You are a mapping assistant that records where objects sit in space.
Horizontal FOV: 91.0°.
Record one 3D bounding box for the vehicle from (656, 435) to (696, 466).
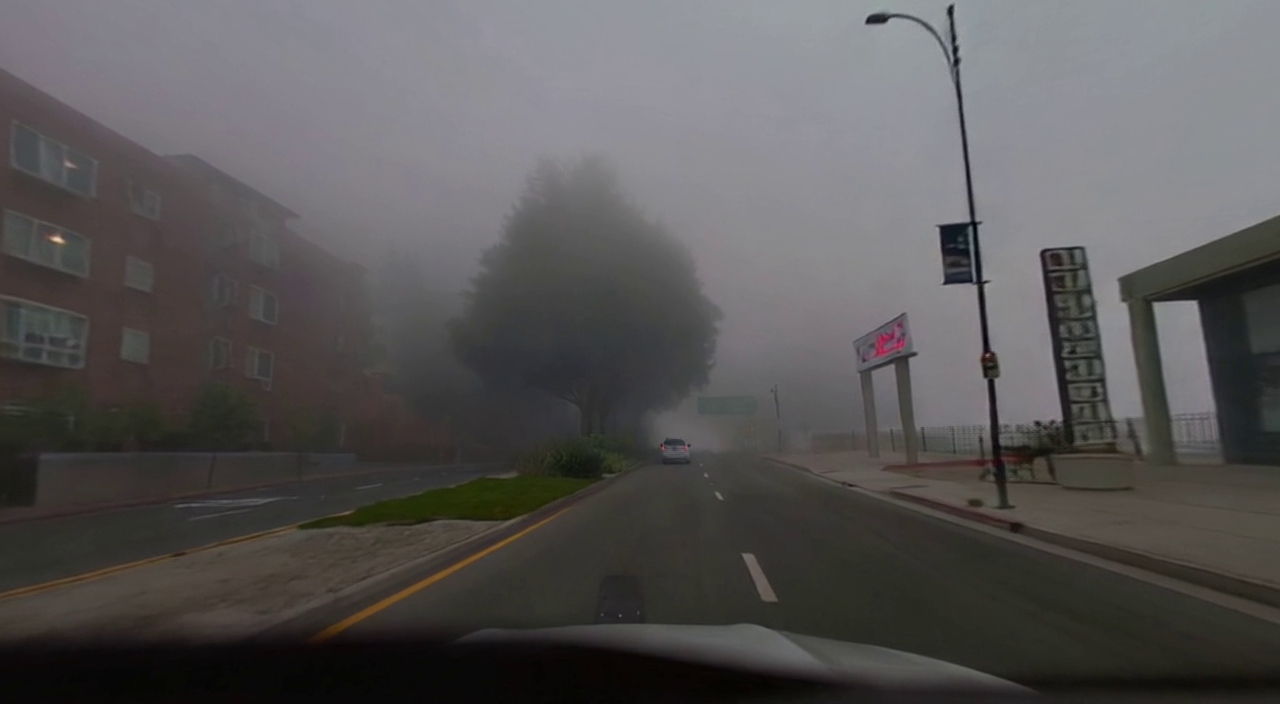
[{"bbox_3d":[2.272,6.061,38.827,2.235,1.719,4.292,1,-8,6],"label":"vehicle"}]
